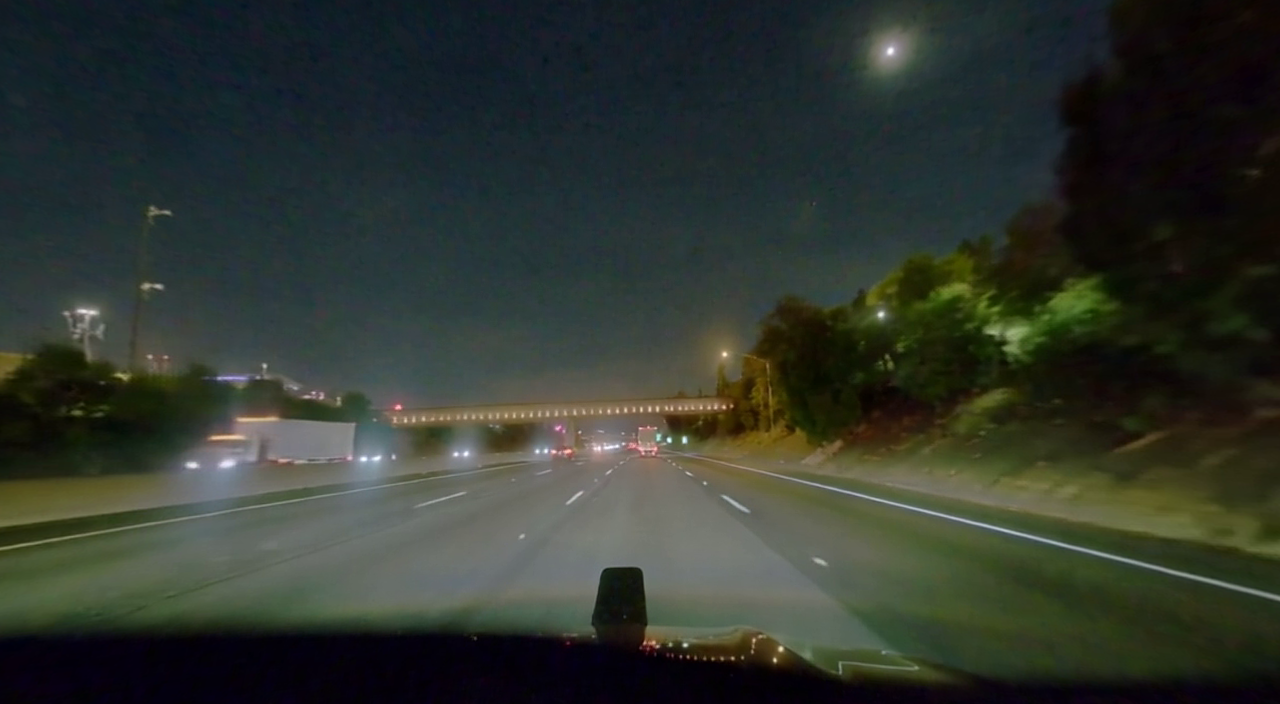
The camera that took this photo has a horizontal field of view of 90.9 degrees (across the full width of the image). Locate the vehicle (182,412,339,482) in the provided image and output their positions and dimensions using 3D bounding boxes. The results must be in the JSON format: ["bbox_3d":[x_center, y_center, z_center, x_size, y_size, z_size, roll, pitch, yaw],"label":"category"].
[{"bbox_3d":[-23.874,6.128,40.841,2.957,3.849,11.259,0,-8,1],"label":"vehicle"}]
